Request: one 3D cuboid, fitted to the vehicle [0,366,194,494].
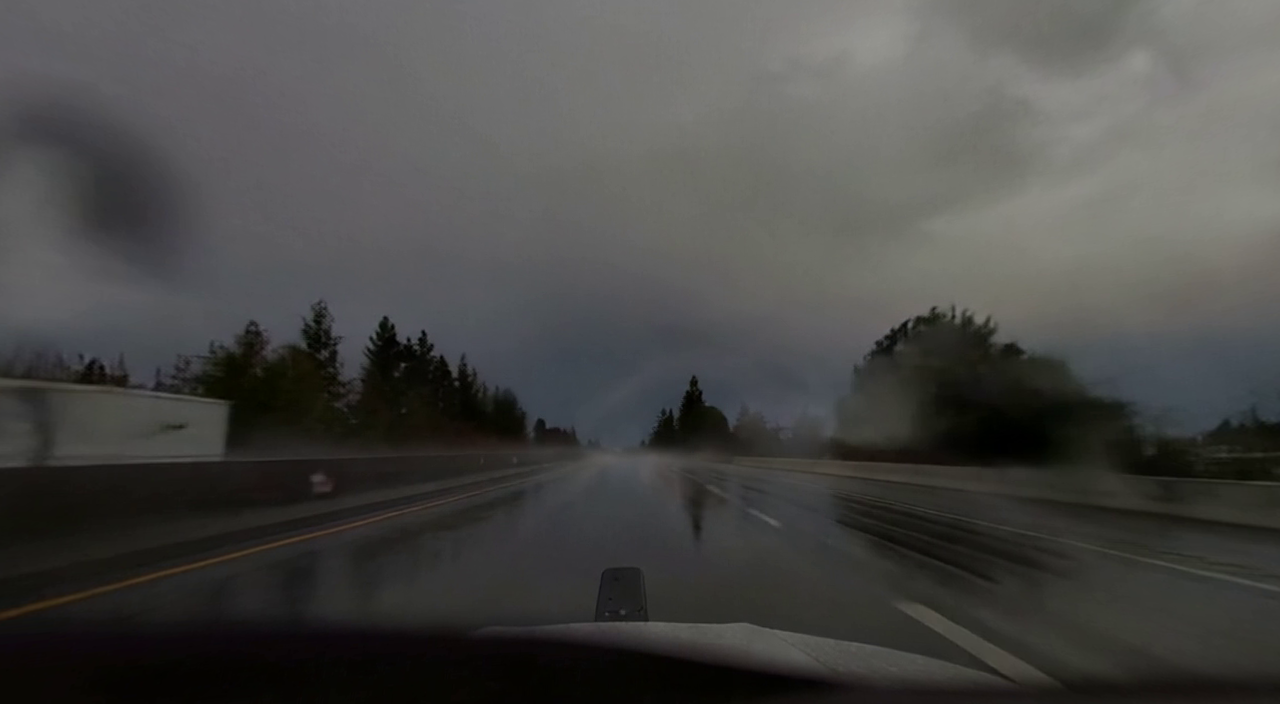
[{"bbox_3d":[-17.203,2.362,18.327,2.685,3.137,7.722,0,-9,0],"label":"vehicle"}]
